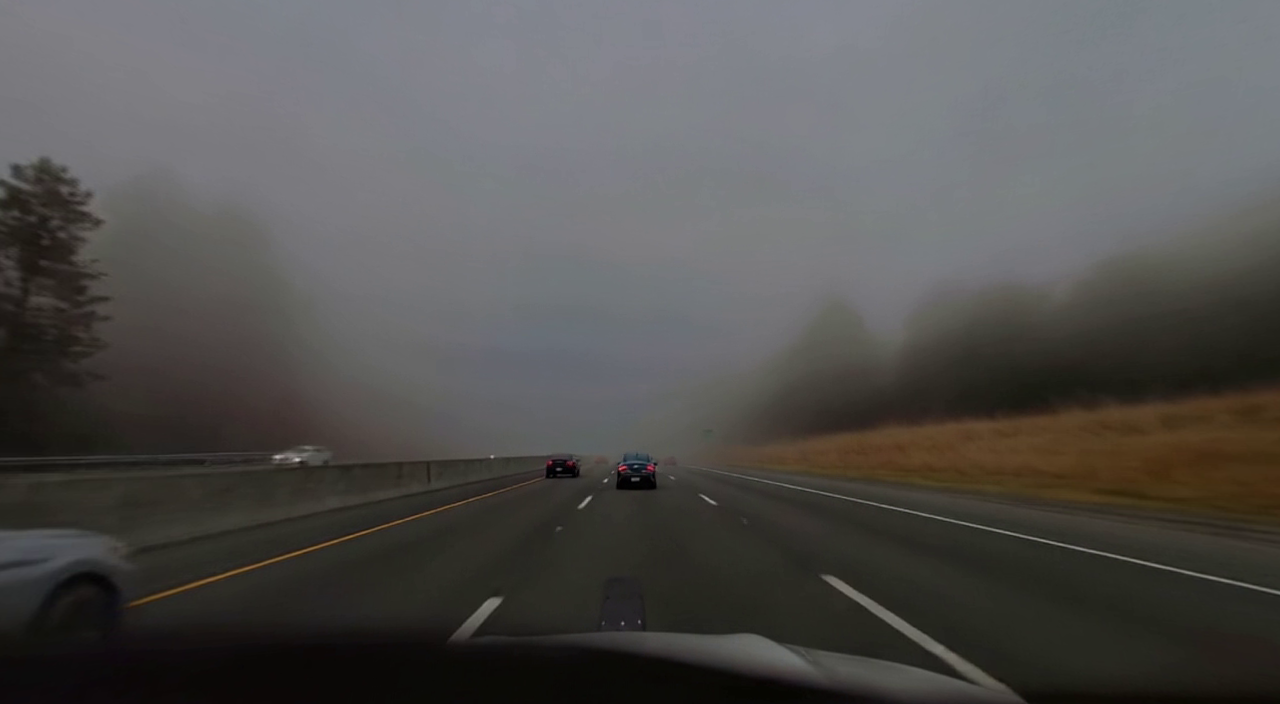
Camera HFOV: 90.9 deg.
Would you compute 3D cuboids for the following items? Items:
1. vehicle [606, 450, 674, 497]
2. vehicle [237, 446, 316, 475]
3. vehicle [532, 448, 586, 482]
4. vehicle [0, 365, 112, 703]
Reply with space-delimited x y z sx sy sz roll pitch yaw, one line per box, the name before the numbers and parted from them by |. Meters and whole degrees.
vehicle | -0.026 3.937 20.815 2.023 1.400 4.028 0 -9 -1
vehicle | -19.511 5.825 34.033 1.865 1.456 3.979 0 -9 -1
vehicle | -4.007 5.709 32.004 2.153 1.581 4.375 0 -9 0
vehicle | -3.749 0.632 1.131 2.048 1.621 4.058 0 -9 0
